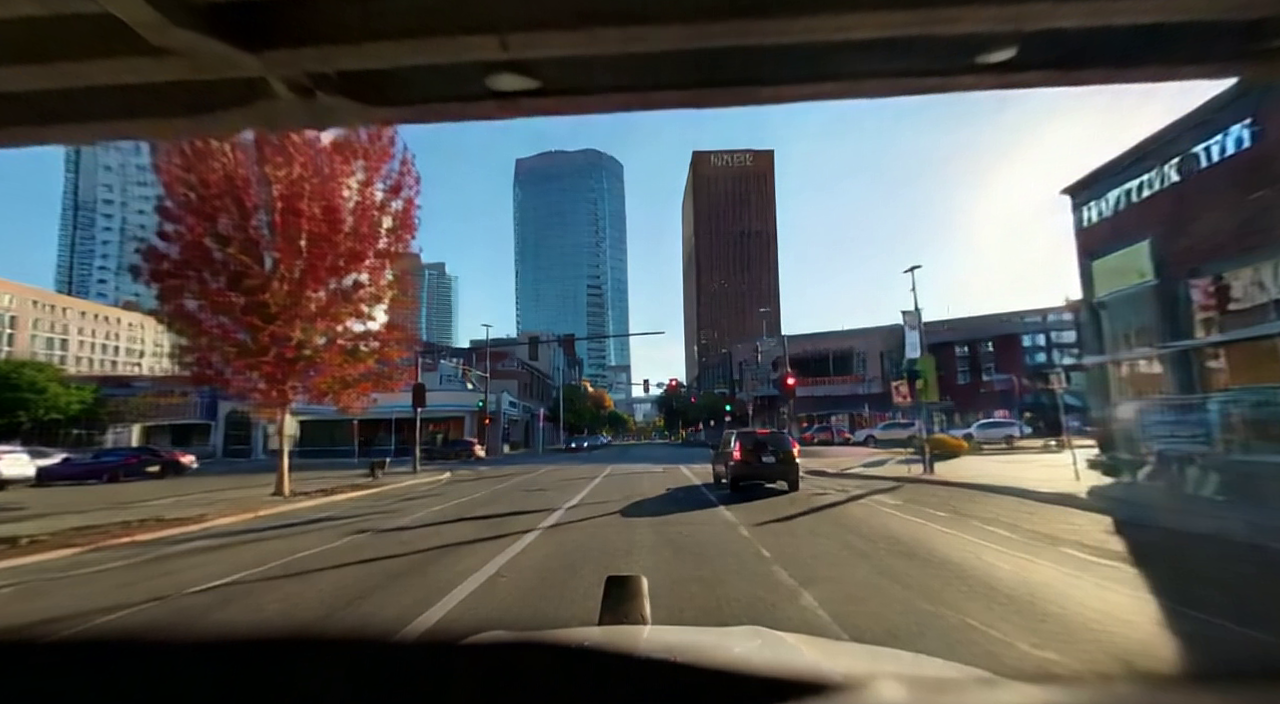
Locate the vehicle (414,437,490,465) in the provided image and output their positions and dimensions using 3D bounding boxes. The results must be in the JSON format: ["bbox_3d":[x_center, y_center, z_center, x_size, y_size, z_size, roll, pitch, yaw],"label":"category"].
[{"bbox_3d":[-11.403,5.986,38.293,4.037,1.562,2.099,-4,-9,26],"label":"vehicle"}]

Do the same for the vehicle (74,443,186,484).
[{"bbox_3d":[-23.039,4.998,28.705,1.757,1.699,3.854,0,-8,1],"label":"vehicle"}]

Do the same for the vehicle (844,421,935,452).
[{"bbox_3d":[14.912,5.094,37.852,4.611,1.778,1.939,0,-8,0],"label":"vehicle"}]

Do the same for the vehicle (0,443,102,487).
[{"bbox_3d":[-27.443,5.083,28.755,1.807,1.795,4.566,0,-8,0],"label":"vehicle"}]

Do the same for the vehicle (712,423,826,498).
[{"bbox_3d":[2.956,2.569,15.360,1.947,1.576,3.825,0,-8,0],"label":"vehicle"}]
